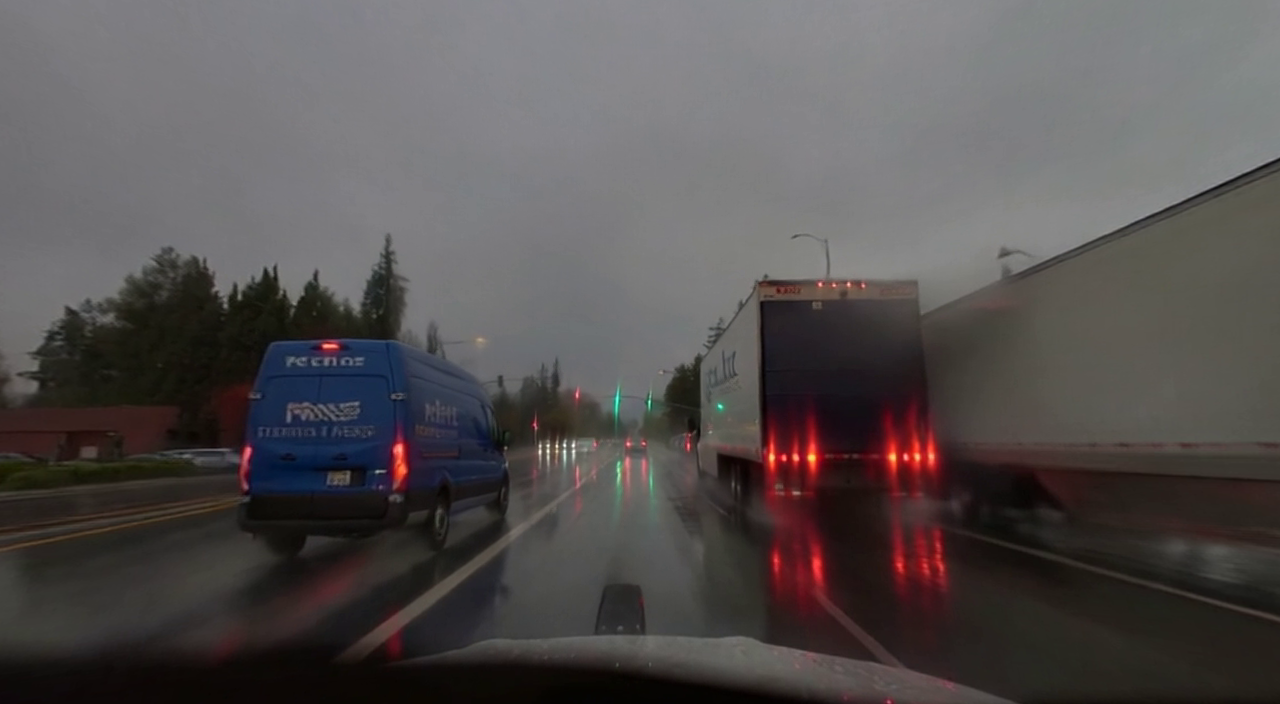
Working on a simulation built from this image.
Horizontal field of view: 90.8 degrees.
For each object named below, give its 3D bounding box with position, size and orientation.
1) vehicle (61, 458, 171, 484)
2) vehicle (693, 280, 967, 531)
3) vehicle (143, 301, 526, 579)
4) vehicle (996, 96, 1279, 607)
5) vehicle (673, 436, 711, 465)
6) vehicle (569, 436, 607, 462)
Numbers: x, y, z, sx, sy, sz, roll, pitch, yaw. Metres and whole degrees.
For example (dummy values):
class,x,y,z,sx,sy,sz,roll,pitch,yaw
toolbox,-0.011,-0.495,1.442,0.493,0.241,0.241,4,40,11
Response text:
class,x,y,z,sx,sy,sz,roll,pitch,yaw
vehicle,-31.442,7.131,38.113,4.630,1.412,2.019,4,-10,-25
vehicle,3.029,1.449,13.768,2.861,3.525,9.858,0,-9,0
vehicle,-3.629,1.345,9.626,2.443,2.784,6.493,0,-9,1
vehicle,6.852,-0.706,0.734,2.926,4.221,16.975,0,-9,0
vehicle,3.121,6.042,38.796,1.869,1.616,4.346,0,-9,-1
vehicle,-3.776,7.191,46.790,2.356,1.766,5.674,0,-9,0
